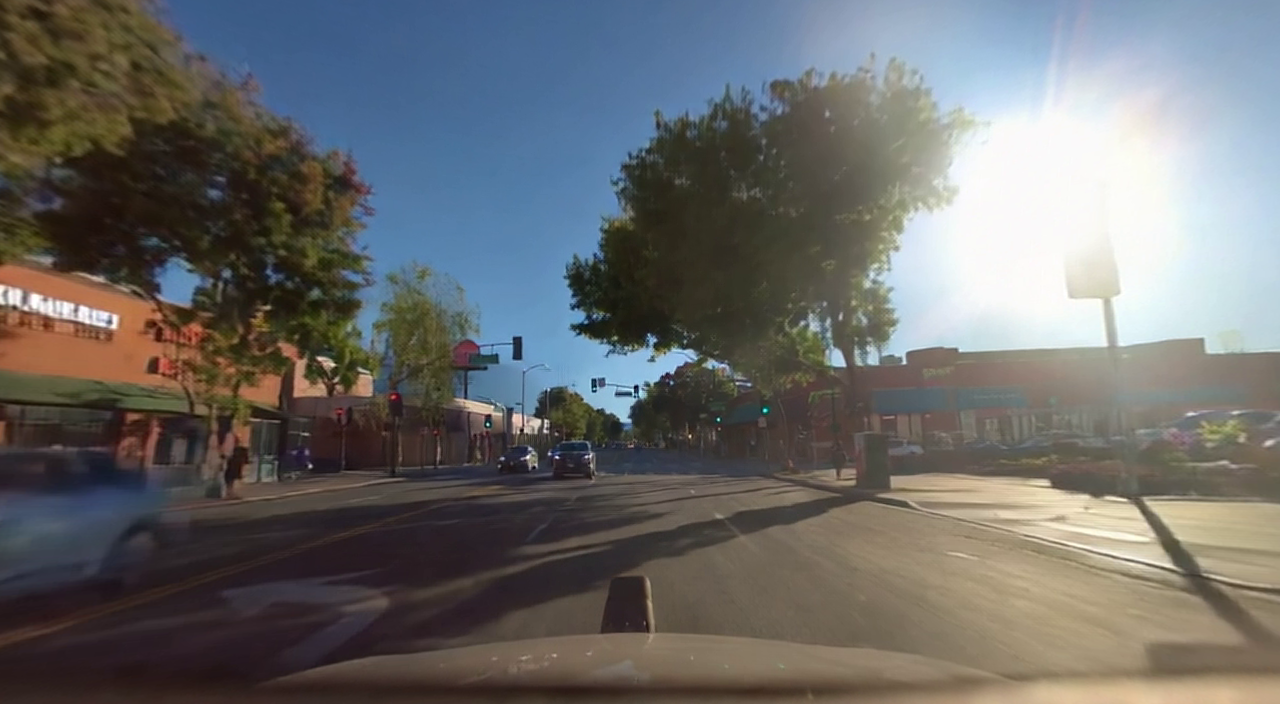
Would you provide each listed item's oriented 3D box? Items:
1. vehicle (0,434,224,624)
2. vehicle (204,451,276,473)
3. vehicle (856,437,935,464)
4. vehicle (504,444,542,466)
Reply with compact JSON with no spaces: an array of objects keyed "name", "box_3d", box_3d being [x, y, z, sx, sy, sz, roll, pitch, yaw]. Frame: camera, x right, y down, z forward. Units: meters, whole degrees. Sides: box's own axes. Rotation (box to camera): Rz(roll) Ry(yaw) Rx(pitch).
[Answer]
[{"name":"vehicle","box_3d":[-6.138,1.469,5.403,2.097,1.495,4.489,0,-9,-1]},{"name":"vehicle","box_3d":[-28.014,7.696,44.267,3.760,1.480,1.795,1,-9,-7]},{"name":"vehicle","box_3d":[16.699,6.469,41.381,4.299,1.679,2.011,0,-9,0]},{"name":"vehicle","box_3d":[-8.522,7.529,46.275,1.978,1.561,3.907,0,-9,1]}]
